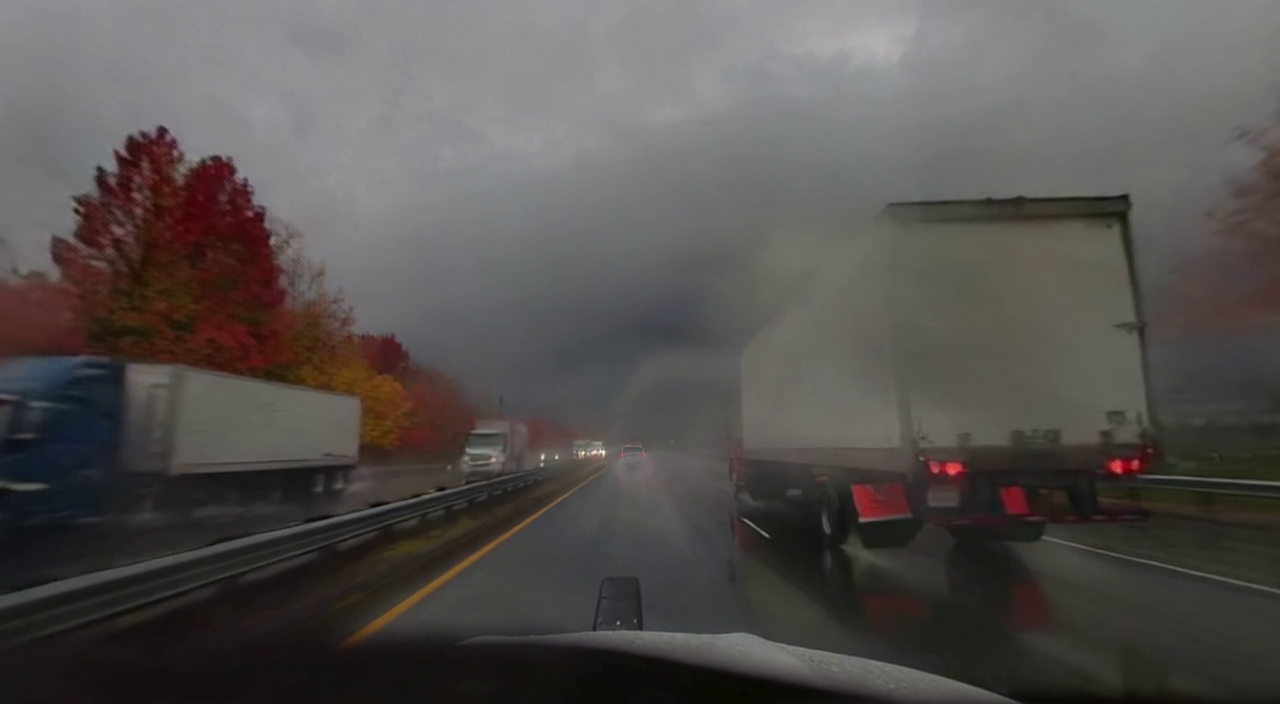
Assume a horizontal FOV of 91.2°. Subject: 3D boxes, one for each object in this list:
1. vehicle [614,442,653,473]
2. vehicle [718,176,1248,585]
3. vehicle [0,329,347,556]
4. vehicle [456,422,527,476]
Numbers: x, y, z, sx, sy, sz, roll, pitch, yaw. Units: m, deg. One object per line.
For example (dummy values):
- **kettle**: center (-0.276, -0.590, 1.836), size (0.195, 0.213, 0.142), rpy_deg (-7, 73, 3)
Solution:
- **vehicle**: center (-0.413, 6.170, 36.901), size (2.151, 1.693, 4.201), rpy_deg (0, -9, -1)
- **vehicle**: center (4.131, 1.214, 13.018), size (3.068, 4.042, 13.787), rpy_deg (0, -9, -1)
- **vehicle**: center (-13.293, 2.684, 18.248), size (2.954, 4.145, 13.980), rpy_deg (0, -9, -1)
- **vehicle**: center (-9.383, 6.276, 40.468), size (2.775, 3.102, 7.295), rpy_deg (-1, -9, 0)
